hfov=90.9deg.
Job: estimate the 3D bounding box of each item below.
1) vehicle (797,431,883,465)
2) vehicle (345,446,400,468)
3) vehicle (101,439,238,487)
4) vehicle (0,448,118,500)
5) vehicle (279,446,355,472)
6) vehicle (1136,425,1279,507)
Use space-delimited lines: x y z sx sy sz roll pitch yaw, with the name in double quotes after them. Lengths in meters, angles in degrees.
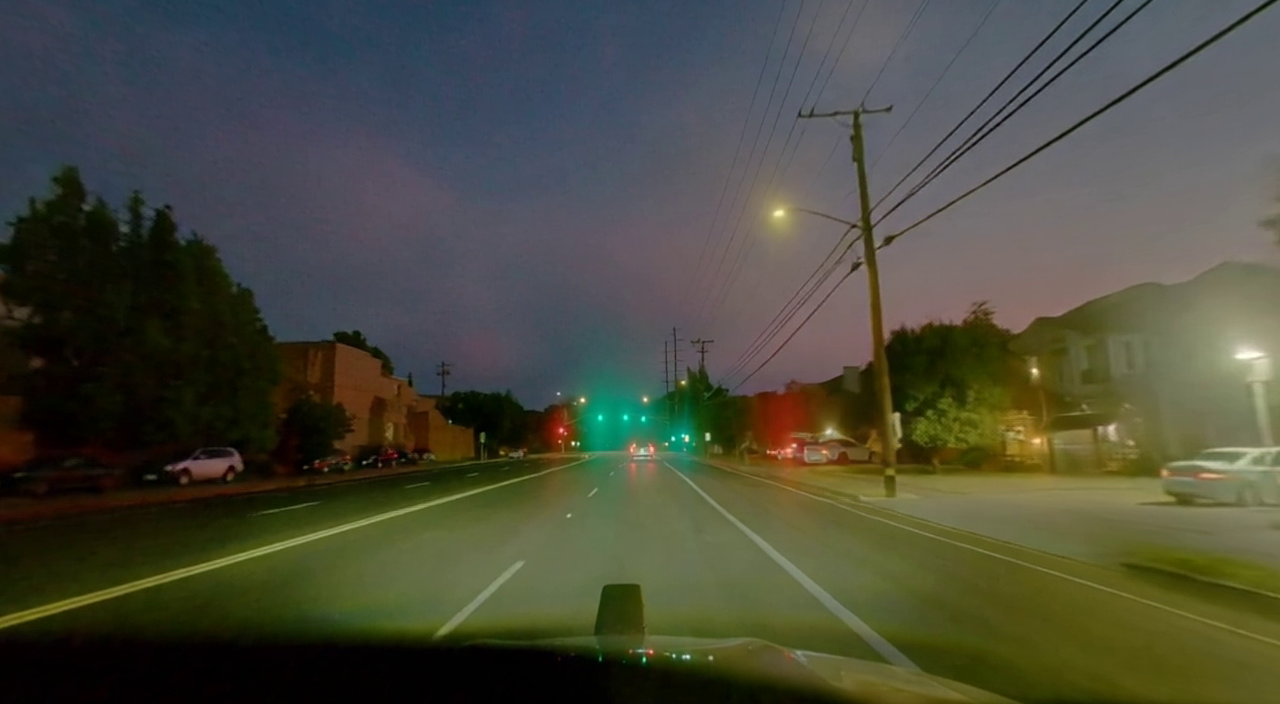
11.994 5.793 38.086 4.305 1.997 2.453 0 -8 0 "vehicle"
-19.956 7.827 47.256 2.050 1.501 4.588 0 -8 1 "vehicle"
-20.465 4.827 27.775 2.047 1.898 5.032 0 -8 1 "vehicle"
-20.406 4.083 21.540 1.764 1.570 3.910 0 -8 0 "vehicle"
-20.257 6.702 39.765 2.178 1.484 4.726 0 -8 2 "vehicle"
14.440 2.591 14.471 4.514 1.745 1.815 0 -9 -1 "vehicle"
